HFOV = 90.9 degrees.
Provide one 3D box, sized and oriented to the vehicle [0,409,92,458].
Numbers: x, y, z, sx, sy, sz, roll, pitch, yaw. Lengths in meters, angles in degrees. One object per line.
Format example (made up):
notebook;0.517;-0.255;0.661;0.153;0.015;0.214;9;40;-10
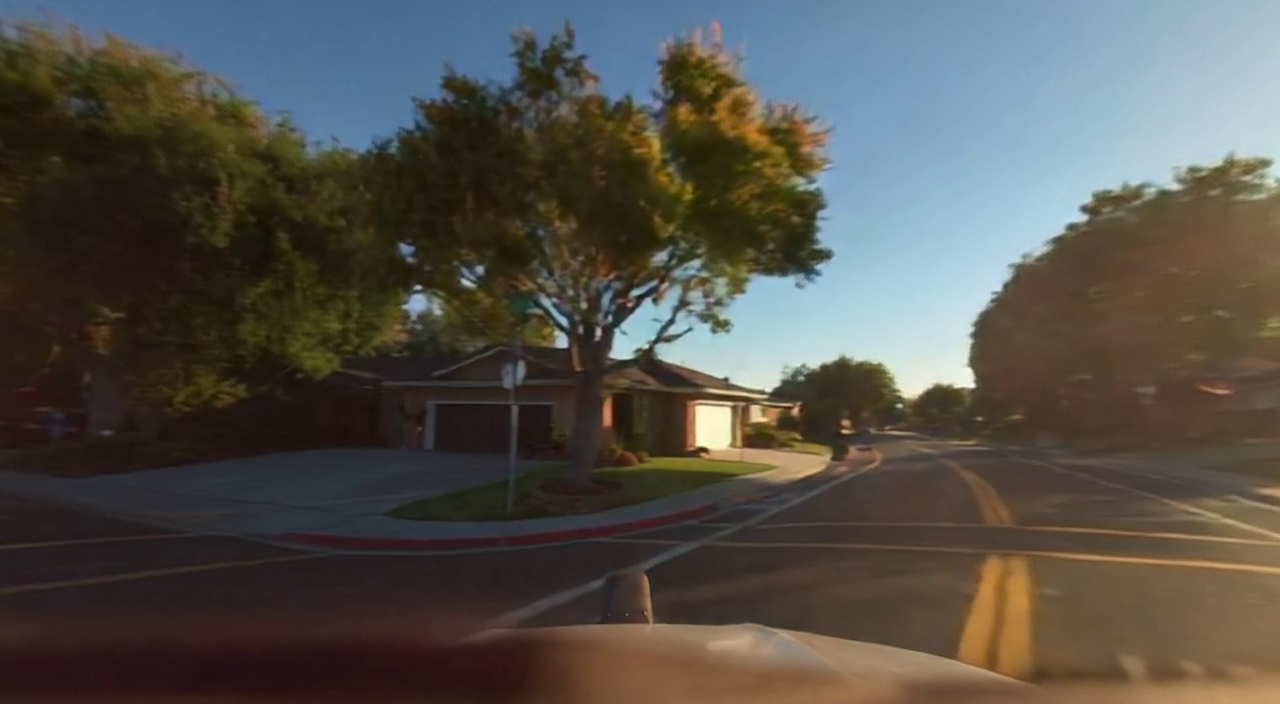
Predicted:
vehicle;-20.400;2.771;21.200;4.629;1.477;1.860;-6;-11;36
